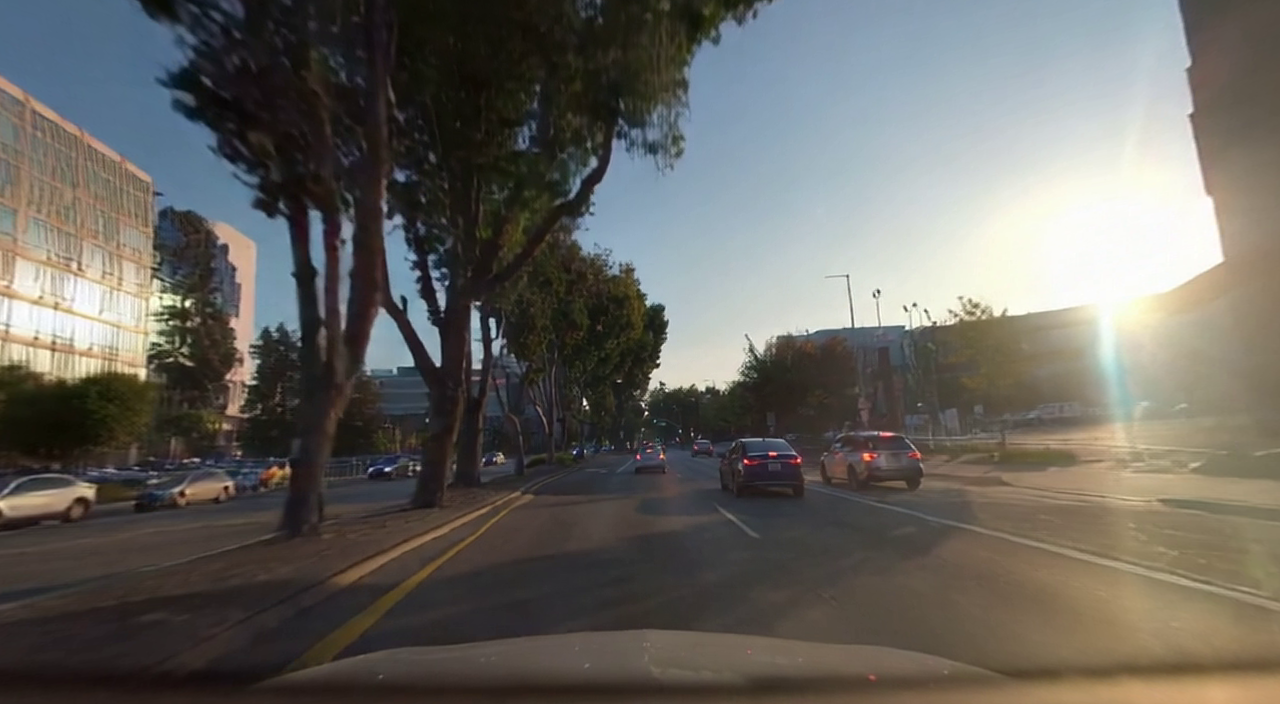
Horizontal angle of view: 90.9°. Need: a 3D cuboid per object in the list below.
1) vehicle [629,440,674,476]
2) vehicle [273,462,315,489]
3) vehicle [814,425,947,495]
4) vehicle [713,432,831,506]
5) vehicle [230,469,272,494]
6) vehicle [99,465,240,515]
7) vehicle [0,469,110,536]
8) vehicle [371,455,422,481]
[{"bbox_3d":[0.509,5.249,31.455,2.125,1.669,3.880,0,-8,-1],"label":"vehicle"},{"bbox_3d":[-24.706,8.793,45.136,2.076,1.688,4.635,3,-9,-22],"label":"vehicle"},{"bbox_3d":[6.815,3.103,18.512,1.963,1.783,4.722,0,-8,-1],"label":"vehicle"},{"bbox_3d":[3.180,2.911,16.215,1.931,1.591,4.708,0,-8,-1],"label":"vehicle"},{"bbox_3d":[-27.513,9.146,44.679,1.989,1.476,4.088,4,-9,-25],"label":"vehicle"},{"bbox_3d":[-18.577,5.423,25.233,1.956,1.647,4.643,0,-8,1],"label":"vehicle"},{"bbox_3d":[-18.707,4.433,18.737,2.049,1.678,4.376,0,-8,0],"label":"vehicle"},{"bbox_3d":[-18.123,8.650,47.183,1.954,1.779,4.635,0,-8,0],"label":"vehicle"}]
